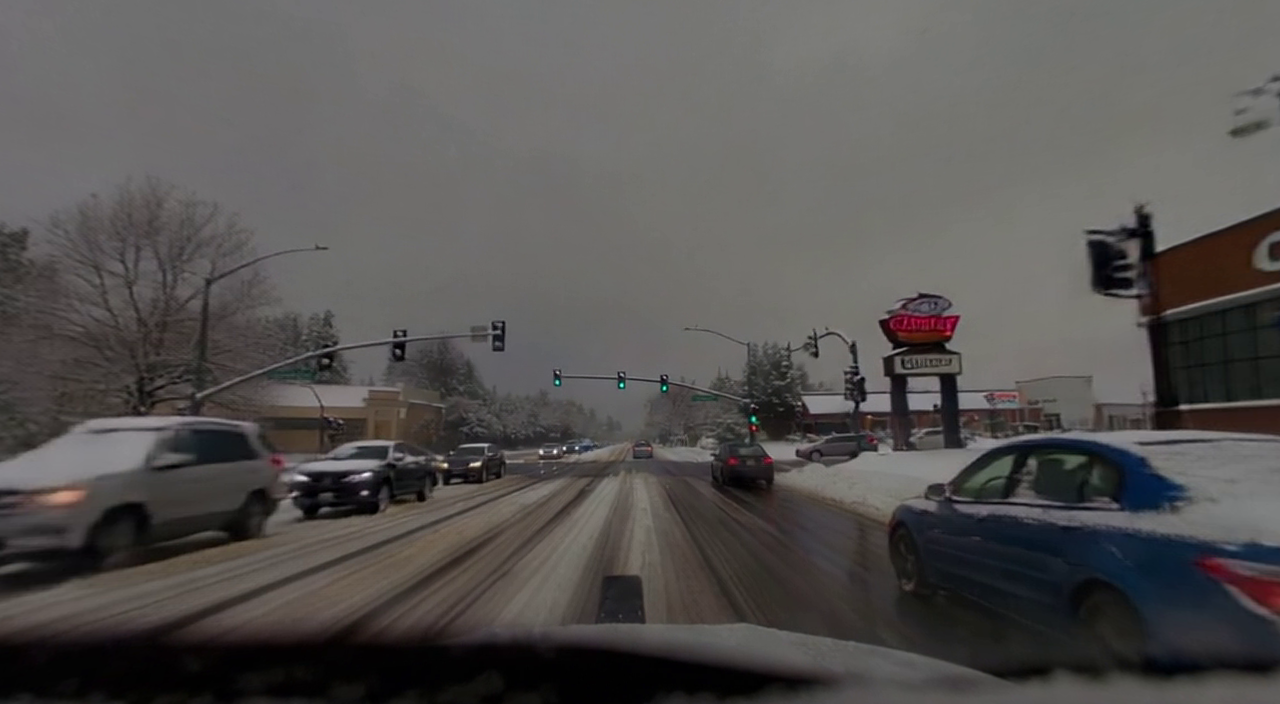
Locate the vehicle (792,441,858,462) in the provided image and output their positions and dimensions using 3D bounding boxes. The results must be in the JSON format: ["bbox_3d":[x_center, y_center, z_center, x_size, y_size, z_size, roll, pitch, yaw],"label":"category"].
[{"bbox_3d":[13.839,7.506,47.502,4.370,1.517,1.939,-1,-9,3],"label":"vehicle"}]

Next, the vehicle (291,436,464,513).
[{"bbox_3d":[-6.143,2.909,15.605,2.176,1.591,4.778,0,-8,1],"label":"vehicle"}]

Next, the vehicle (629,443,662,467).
[{"bbox_3d":[0.328,6.617,40.667,2.008,1.464,4.052,0,-8,-1],"label":"vehicle"}]

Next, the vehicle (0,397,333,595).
[{"bbox_3d":[-6.228,1.690,8.303,2.136,1.837,4.669,0,-8,-2],"label":"vehicle"}]

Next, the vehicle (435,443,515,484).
[{"bbox_3d":[-6.501,4.426,25.356,2.038,1.484,4.273,0,-8,0],"label":"vehicle"}]

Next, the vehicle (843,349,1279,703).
[{"bbox_3d":[3.211,1.096,4.121,2.174,1.596,4.779,0,-8,0],"label":"vehicle"}]

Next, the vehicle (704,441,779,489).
[{"bbox_3d":[3.385,3.829,21.831,1.842,1.480,4.155,0,-8,-1],"label":"vehicle"}]
